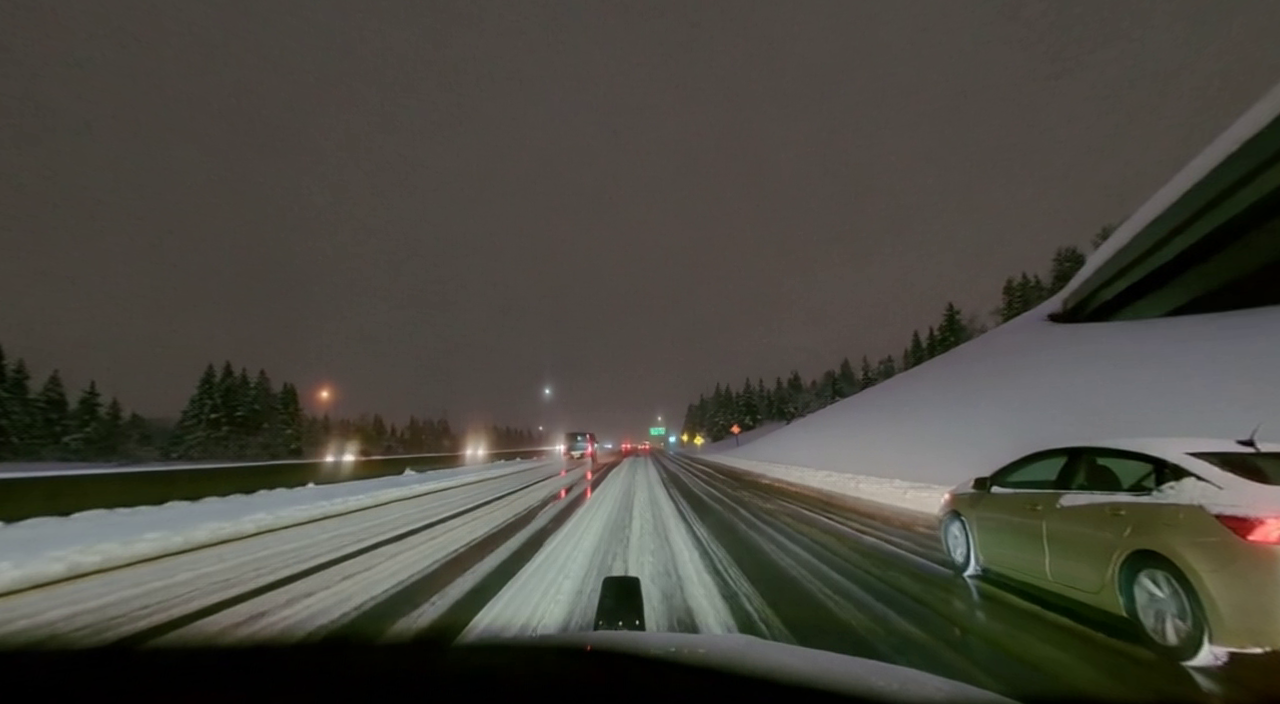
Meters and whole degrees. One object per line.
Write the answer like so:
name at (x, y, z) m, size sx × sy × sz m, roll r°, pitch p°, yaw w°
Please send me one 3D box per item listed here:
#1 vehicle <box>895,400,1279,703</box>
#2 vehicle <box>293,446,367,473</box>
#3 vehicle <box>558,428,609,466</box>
vehicle at (3.775, 1.241, 4.329) m, size 2.047 × 1.532 × 4.884 m, roll 0°, pitch -9°, yaw 1°
vehicle at (-18.570, 6.443, 37.991) m, size 1.981 × 1.526 × 4.512 m, roll 0°, pitch -9°, yaw 4°
vehicle at (-3.514, 6.141, 40.578) m, size 2.496 × 2.203 × 6.317 m, roll 0°, pitch -9°, yaw 1°
